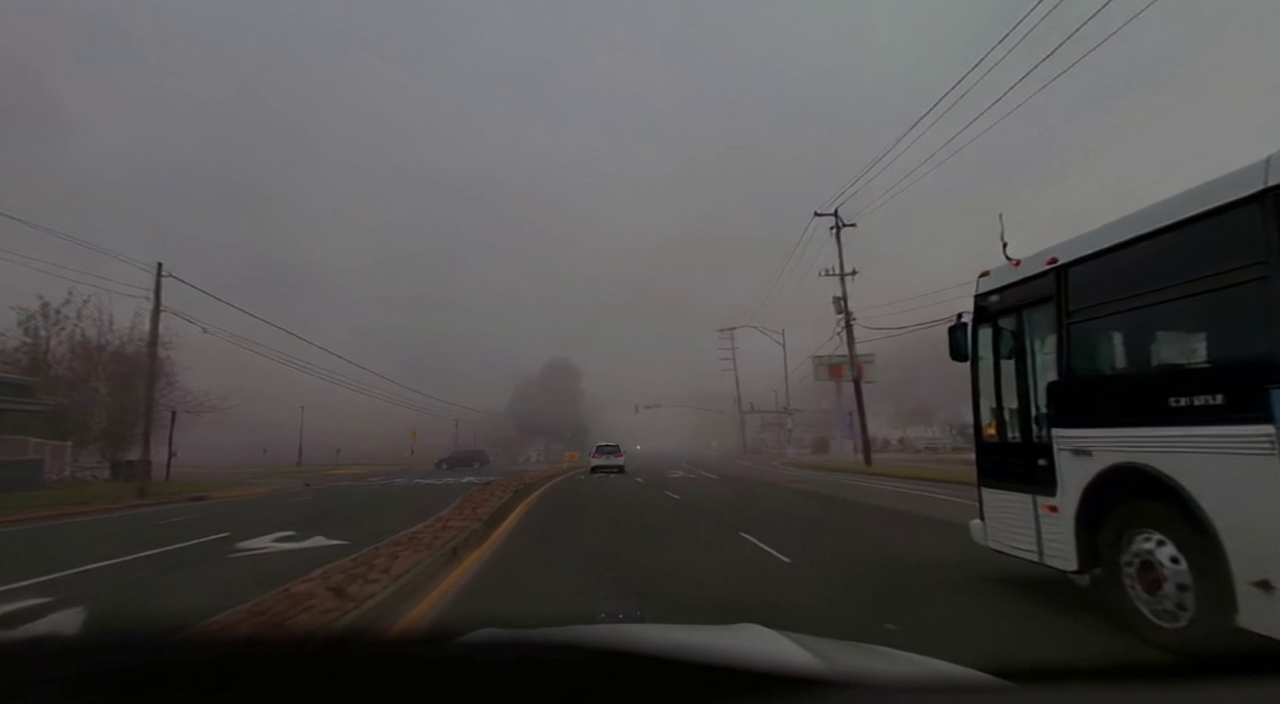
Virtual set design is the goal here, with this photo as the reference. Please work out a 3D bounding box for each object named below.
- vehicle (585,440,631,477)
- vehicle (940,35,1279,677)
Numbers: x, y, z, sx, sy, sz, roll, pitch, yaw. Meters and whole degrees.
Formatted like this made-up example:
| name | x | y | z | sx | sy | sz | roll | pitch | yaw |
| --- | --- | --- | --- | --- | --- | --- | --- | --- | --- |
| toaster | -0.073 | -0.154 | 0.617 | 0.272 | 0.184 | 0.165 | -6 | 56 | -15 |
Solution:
| name | x | y | z | sx | sy | sz | roll | pitch | yaw |
| --- | --- | --- | --- | --- | --- | --- | --- | --- | --- |
| vehicle | -1.514 | 5.085 | 30.396 | 2.032 | 1.621 | 4.082 | 0 | -8 | -2 |
| vehicle | 4.838 | -0.369 | 0.760 | 3.028 | 3.353 | 12.630 | -1 | -8 | 1 |
